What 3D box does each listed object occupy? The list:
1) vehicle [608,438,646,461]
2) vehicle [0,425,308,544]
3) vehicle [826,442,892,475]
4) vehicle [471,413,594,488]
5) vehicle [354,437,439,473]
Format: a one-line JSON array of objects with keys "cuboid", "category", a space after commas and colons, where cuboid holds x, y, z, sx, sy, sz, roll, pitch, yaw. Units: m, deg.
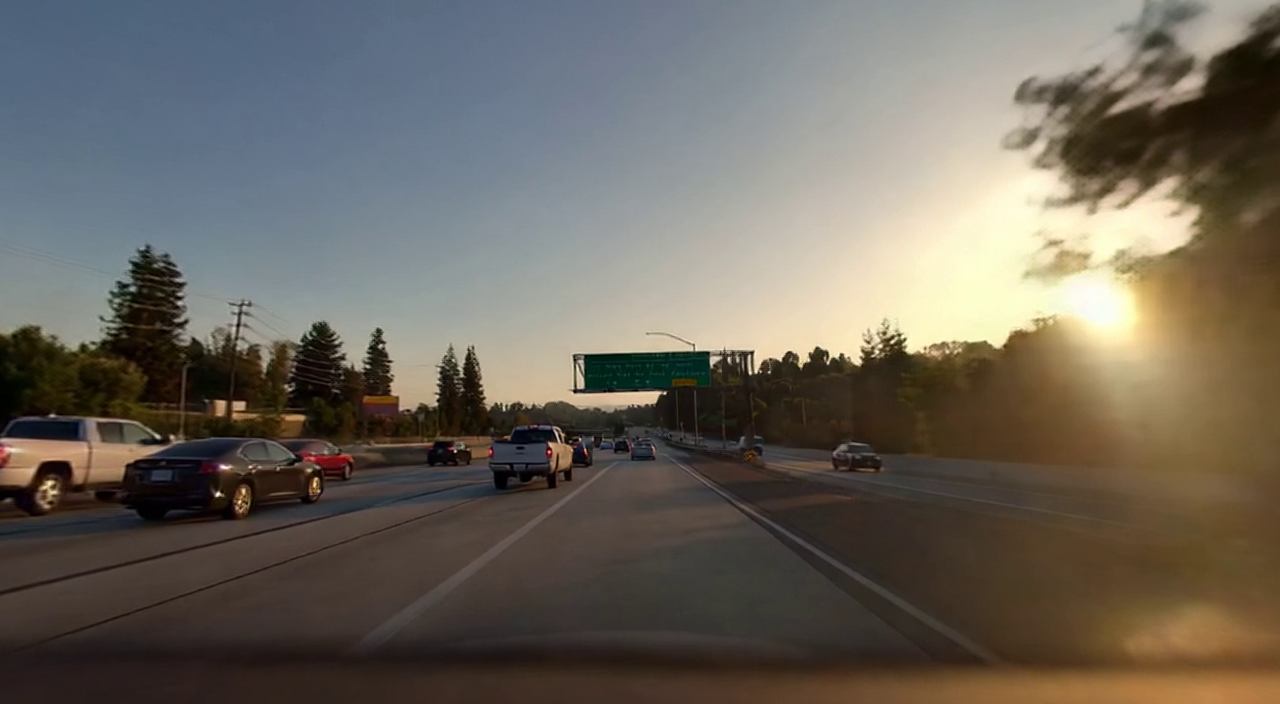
[{"cuboid": [-0.854, 6.733, 43.517, 2.013, 1.444, 4.447, -1, -8, 6], "category": "vehicle"}, {"cuboid": [-7.635, 1.989, 10.162, 1.964, 1.481, 4.425, 0, -8, 2], "category": "vehicle"}, {"cuboid": [11.973, 5.828, 34.666, 2.048, 1.720, 4.524, 0, -8, 1], "category": "vehicle"}, {"cuboid": [-3.251, 3.225, 20.902, 2.815, 2.092, 6.526, 0, -8, 1], "category": "vehicle"}, {"cuboid": [-10.849, 4.611, 28.418, 1.884, 1.453, 4.579, 0, -8, 2], "category": "vehicle"}]
